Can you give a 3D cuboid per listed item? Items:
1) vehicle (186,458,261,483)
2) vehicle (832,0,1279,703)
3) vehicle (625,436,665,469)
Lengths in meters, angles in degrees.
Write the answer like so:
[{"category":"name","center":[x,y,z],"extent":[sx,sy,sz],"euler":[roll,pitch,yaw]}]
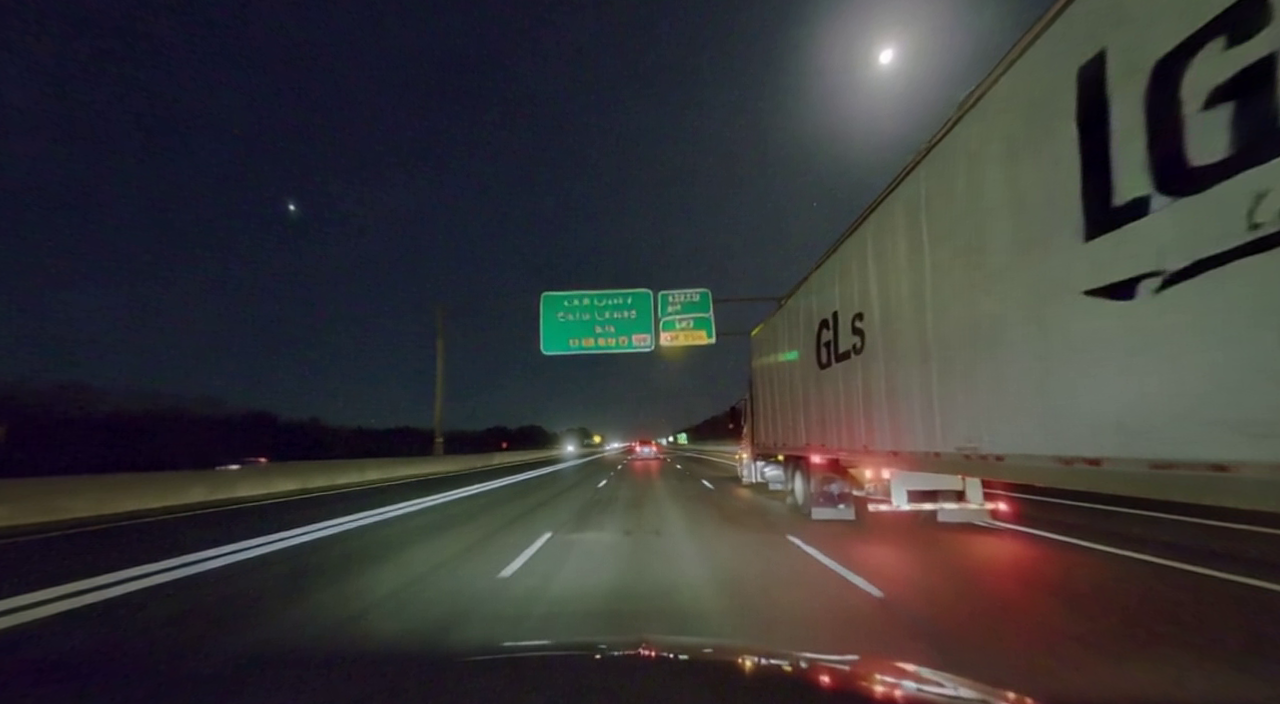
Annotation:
[{"category":"vehicle","center":[-28.737,8.177,43.652],"extent":[1.858,1.531,4.830],"euler":[0,-8,1]},{"category":"vehicle","center":[4.117,-0.218,3.169],"extent":[3.014,4.068,10.359],"euler":[0,-8,0]},{"category":"vehicle","center":[0.261,5.461,34.317],"extent":[2.050,1.654,4.192],"euler":[0,-8,0]}]
